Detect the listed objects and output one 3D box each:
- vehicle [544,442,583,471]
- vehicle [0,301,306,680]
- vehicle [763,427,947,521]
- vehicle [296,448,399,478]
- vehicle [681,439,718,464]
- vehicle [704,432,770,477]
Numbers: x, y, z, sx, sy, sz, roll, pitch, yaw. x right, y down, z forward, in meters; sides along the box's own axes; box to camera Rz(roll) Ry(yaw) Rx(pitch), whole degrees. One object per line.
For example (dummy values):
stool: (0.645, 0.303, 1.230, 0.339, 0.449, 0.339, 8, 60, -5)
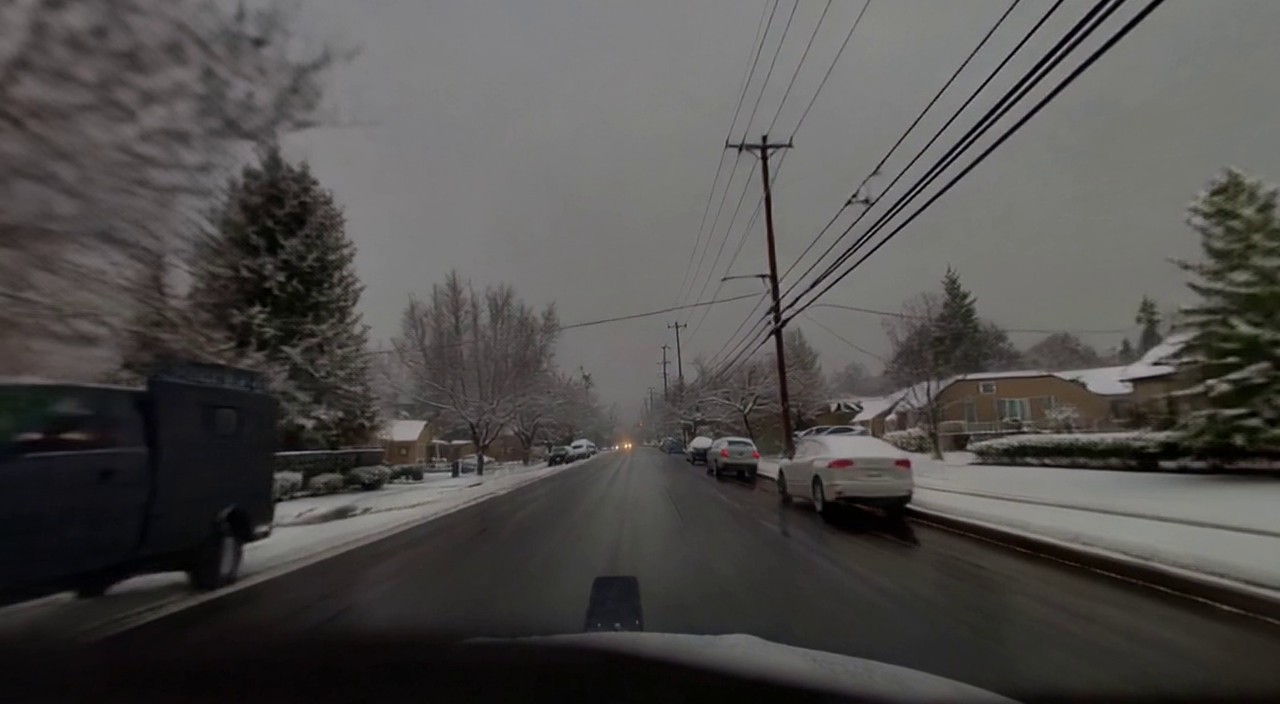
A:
vehicle: (-5.692, 7.817, 47.631, 2.213, 1.786, 4.674, -6, -8, -1)
vehicle: (-6.060, 1.300, 6.192, 2.313, 2.875, 6.057, -3, -8, 0)
vehicle: (4.023, 2.365, 12.845, 2.016, 1.544, 4.645, 0, -8, -1)
vehicle: (-19.402, 7.349, 42.065, 5.746, 1.830, 2.162, 0, -8, -1)
vehicle: (4.103, 6.904, 44.050, 2.040, 1.640, 4.153, 0, -8, -2)
vehicle: (4.021, 4.350, 26.997, 2.105, 1.755, 4.749, 0, -8, 1)
